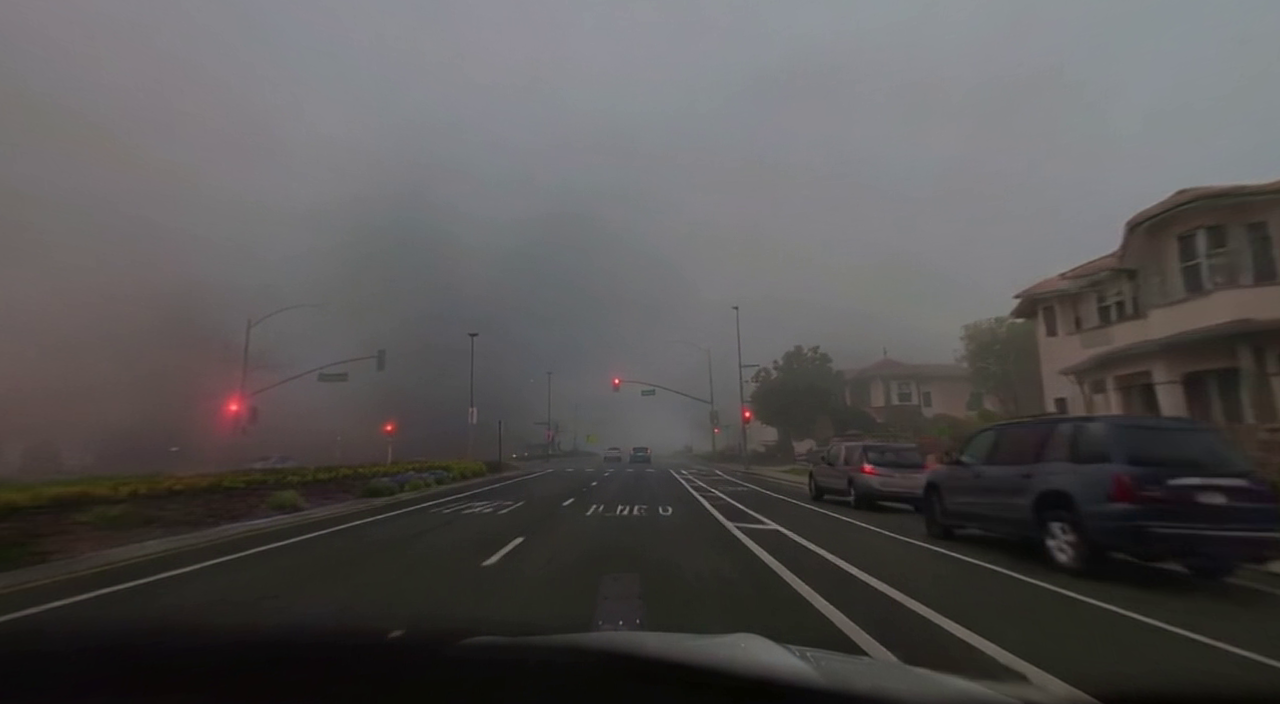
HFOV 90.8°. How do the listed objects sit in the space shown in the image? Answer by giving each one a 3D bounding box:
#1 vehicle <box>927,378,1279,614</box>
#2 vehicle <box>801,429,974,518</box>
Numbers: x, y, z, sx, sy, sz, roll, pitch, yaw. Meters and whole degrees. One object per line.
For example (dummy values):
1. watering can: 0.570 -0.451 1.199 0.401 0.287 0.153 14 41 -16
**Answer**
1. vehicle: 5.664 1.550 7.707 2.008 1.930 4.919 0 -9 1
2. vehicle: 5.482 2.789 14.880 2.070 1.710 4.964 1 -9 0
